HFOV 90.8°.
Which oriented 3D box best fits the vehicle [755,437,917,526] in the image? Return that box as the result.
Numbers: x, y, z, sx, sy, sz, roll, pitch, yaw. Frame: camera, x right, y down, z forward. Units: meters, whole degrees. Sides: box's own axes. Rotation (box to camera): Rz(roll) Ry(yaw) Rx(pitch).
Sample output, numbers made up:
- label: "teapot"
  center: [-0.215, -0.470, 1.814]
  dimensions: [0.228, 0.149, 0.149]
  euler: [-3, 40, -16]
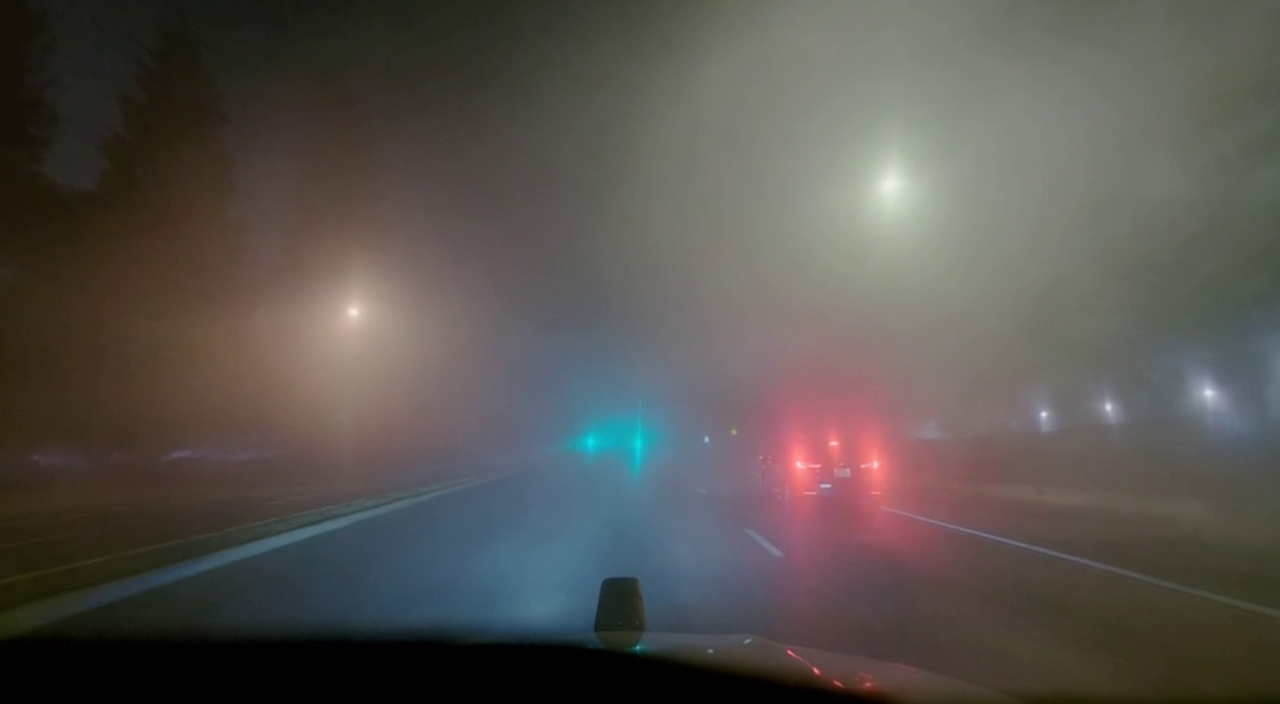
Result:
- label: "vehicle"
  center: [3.613, 2.451, 12.516]
  dimensions: [1.852, 1.453, 4.083]
  euler: [0, -9, -1]
